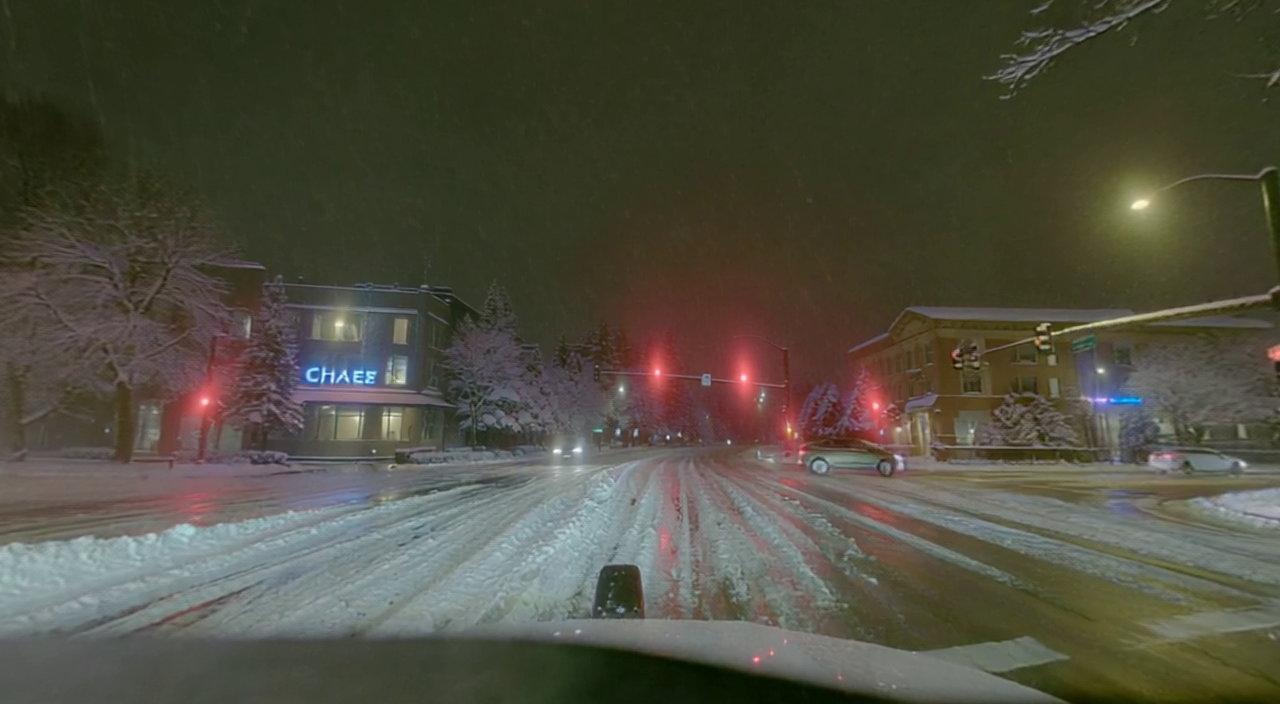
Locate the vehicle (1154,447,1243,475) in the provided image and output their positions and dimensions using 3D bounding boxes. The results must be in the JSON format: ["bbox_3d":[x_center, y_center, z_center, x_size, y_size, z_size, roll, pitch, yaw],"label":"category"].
[{"bbox_3d":[31.608,6.119,35.741,4.522,1.460,2.097,4,-10,-26],"label":"vehicle"}]

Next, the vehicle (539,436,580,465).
[{"bbox_3d":[-5.529,6.865,44.186,2.289,1.927,5.667,0,-8,-2],"label":"vehicle"}]

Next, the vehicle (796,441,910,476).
[{"bbox_3d":[9.521,4.805,28.612,4.658,1.478,1.946,-2,-9,15],"label":"vehicle"}]

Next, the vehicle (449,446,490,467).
[{"bbox_3d":[-12.611,7.761,47.089,1.946,1.474,4.008,0,-9,0],"label":"vehicle"}]

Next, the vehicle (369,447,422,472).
[{"bbox_3d":[-16.249,7.131,42.242,1.883,1.586,4.297,0,-9,-1],"label":"vehicle"}]

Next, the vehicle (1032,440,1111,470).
[{"bbox_3d":[26.347,6.264,38.558,4.541,1.731,2.007,5,-10,-28],"label":"vehicle"}]
